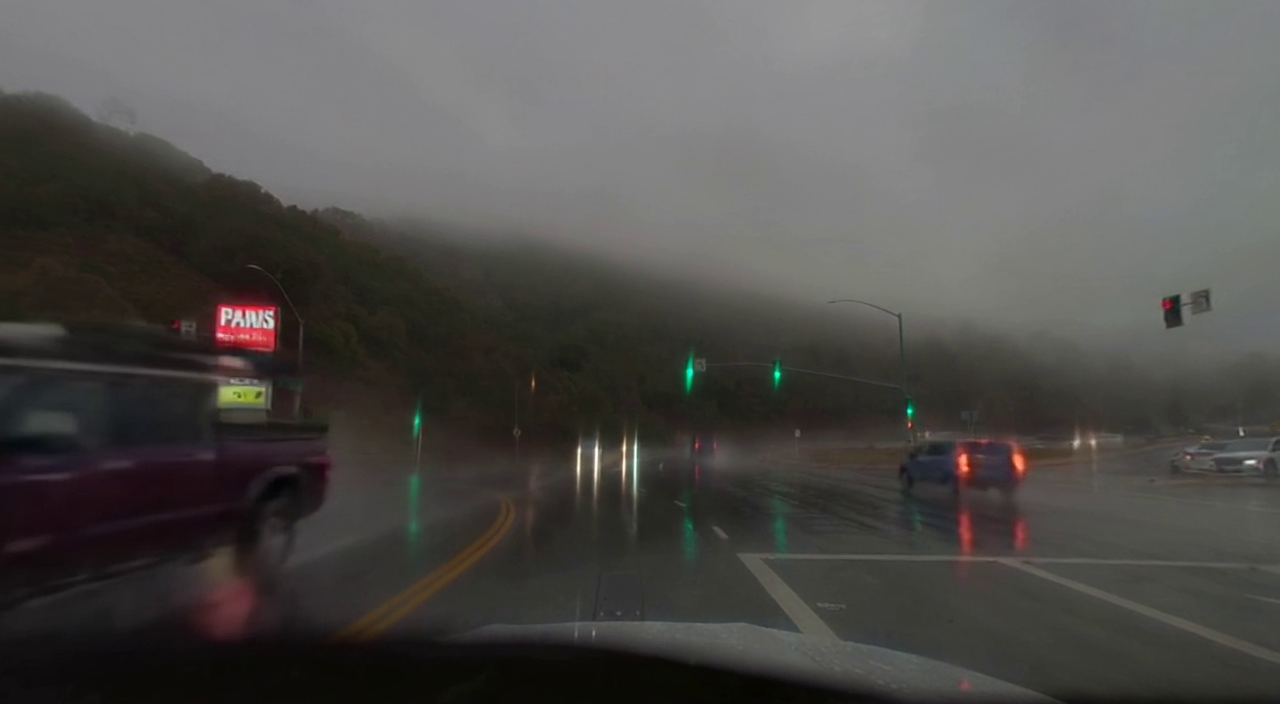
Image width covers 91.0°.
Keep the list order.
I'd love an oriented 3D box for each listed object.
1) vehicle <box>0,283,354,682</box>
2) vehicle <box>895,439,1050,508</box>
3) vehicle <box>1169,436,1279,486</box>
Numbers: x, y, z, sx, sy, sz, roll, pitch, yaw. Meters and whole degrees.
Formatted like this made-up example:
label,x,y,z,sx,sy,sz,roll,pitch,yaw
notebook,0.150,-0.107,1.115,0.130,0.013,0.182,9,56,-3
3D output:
label,x,y,z,sx,sy,sz,roll,pitch,yaw
vehicle,-4.927,0.984,5.146,2.318,2.325,5.910,0,-8,0
vehicle,9.850,3.587,19.135,2.273,1.839,4.218,0,-8,-2
vehicle,25.064,4.466,26.042,4.546,1.944,2.051,1,-9,-5
